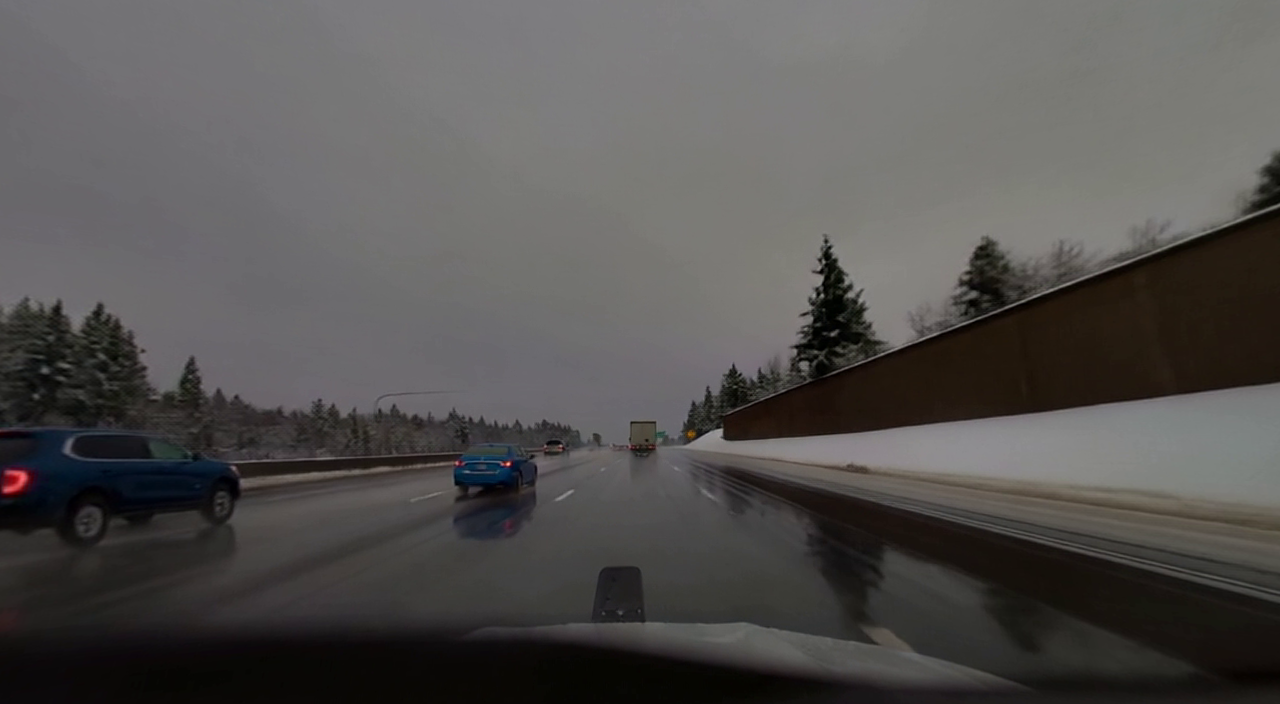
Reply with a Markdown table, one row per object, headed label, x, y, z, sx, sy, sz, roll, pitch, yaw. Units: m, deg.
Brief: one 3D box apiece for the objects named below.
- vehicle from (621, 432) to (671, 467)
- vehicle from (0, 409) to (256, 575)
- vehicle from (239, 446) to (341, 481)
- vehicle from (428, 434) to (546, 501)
| label | x | y | z | sx | sy | sz | roll | pitch | yaw |
| --- | --- | --- | --- | --- | --- | --- | --- | --- | --- |
| vehicle | 0.306 | 5.876 | 38.043 | 2.856 | 1.994 | 4.931 | 0 | -8 | -1 |
| vehicle | -7.648 | 1.706 | 8.307 | 2.189 | 1.673 | 4.699 | 0 | -8 | 0 |
| vehicle | -17.111 | 5.453 | 31.149 | 2.105 | 1.551 | 5.065 | 0 | -8 | 1 |
| vehicle | -3.833 | 2.970 | 16.608 | 2.000 | 1.512 | 4.371 | 0 | -8 | 0 |
